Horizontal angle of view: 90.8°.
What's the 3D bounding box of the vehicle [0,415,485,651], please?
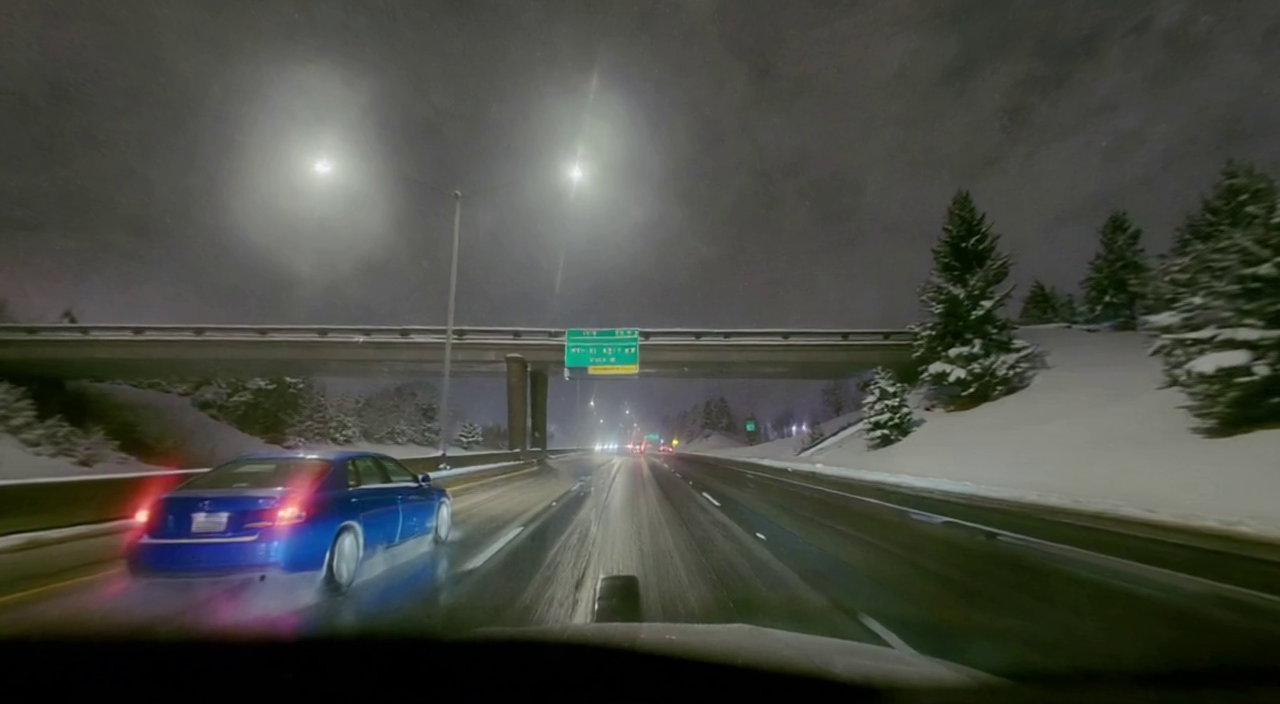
[{"bbox_3d":[-3.235,1.548,6.562,2.029,1.557,4.570,0,-8,1],"label":"vehicle"}]
